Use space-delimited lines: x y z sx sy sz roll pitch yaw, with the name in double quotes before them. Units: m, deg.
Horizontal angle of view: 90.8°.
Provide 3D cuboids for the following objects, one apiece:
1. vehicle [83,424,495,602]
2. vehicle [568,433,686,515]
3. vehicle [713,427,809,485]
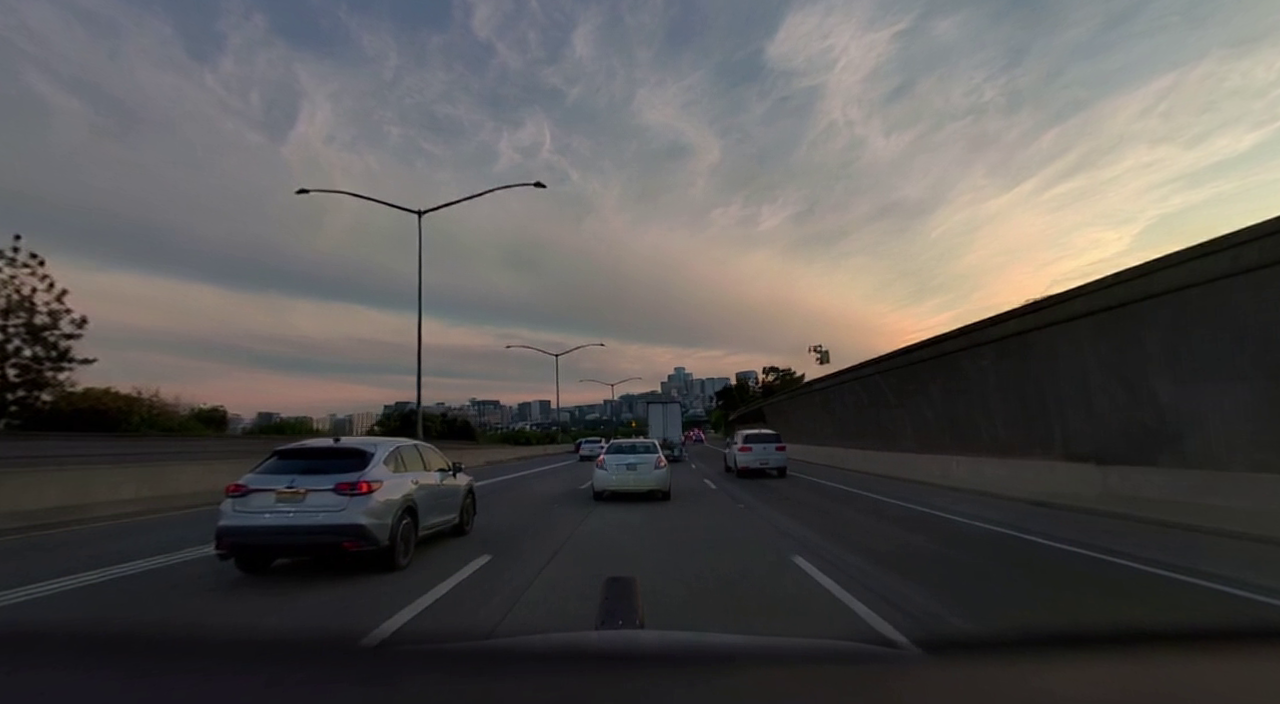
"vehicle" -3.541 1.740 7.874 2.130 1.474 5.027 -1 -9 2
"vehicle" -0.200 2.527 13.515 2.136 1.470 3.971 -1 -9 1
"vehicle" 3.777 3.356 20.641 2.166 1.666 4.618 0 -9 0
